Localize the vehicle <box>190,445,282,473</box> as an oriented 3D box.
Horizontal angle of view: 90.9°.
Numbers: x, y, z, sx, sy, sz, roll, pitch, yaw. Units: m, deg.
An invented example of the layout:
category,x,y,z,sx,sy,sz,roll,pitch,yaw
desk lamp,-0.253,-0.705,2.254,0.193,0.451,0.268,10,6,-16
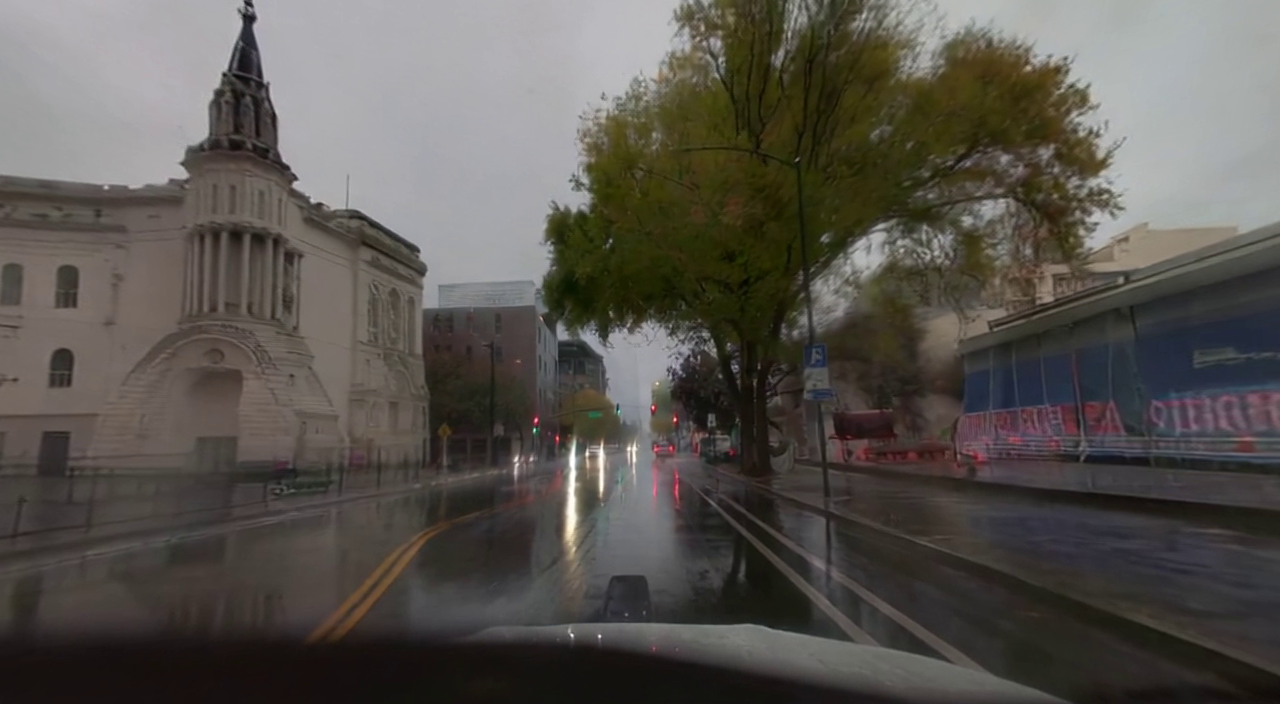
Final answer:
category,x,y,z,sx,sy,sz,roll,pitch,yaw
vehicle,-25.899,6.864,40.508,4.445,1.753,2.044,0,-9,1
